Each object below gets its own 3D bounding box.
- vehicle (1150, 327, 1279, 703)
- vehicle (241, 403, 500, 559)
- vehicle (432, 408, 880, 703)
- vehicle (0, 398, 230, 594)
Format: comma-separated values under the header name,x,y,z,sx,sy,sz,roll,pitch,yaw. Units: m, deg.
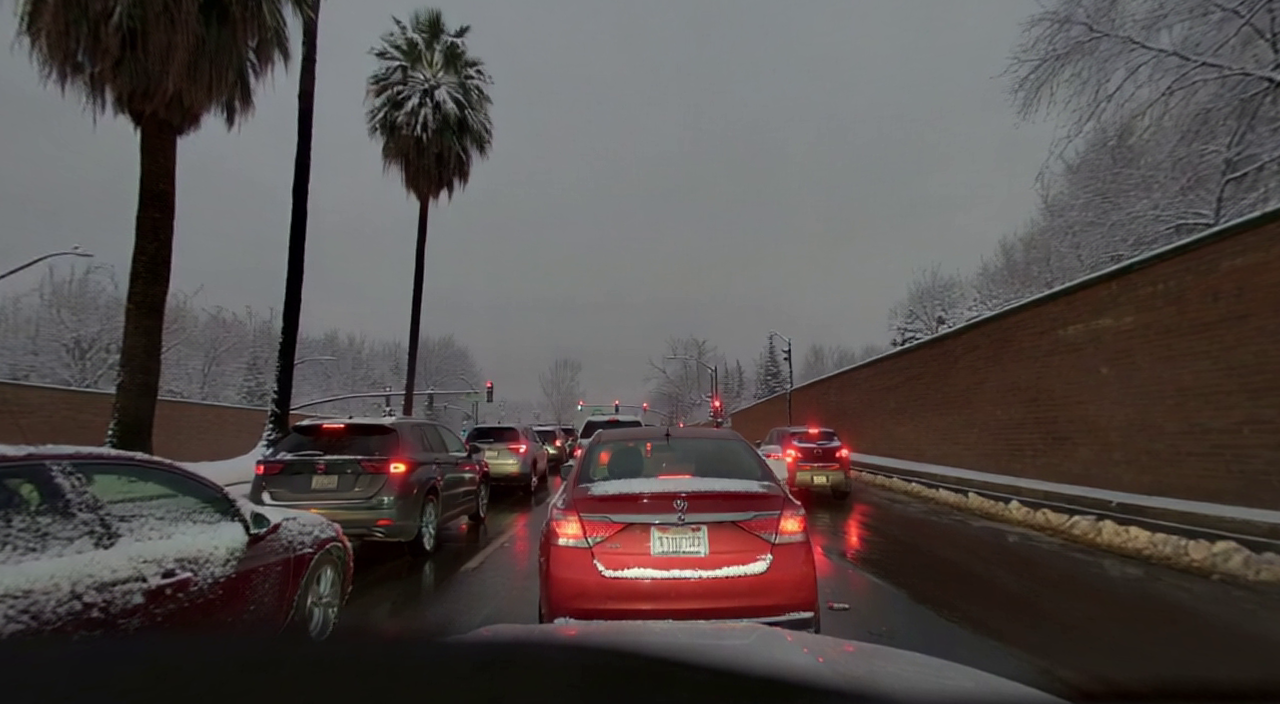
name,x,y,z,sx,sy,sz,roll,pitch,yaw
vehicle,2.892,0.521,0.346,2.112,1.717,4.432,-2,-9,11
vehicle,-3.524,1.772,9.264,2.055,1.746,4.136,0,-8,-2
vehicle,0.034,1.331,5.195,2.128,1.473,4.272,0,-8,-1
vehicle,-6.682,1.401,6.380,1.963,1.721,4.662,0,-8,-2
